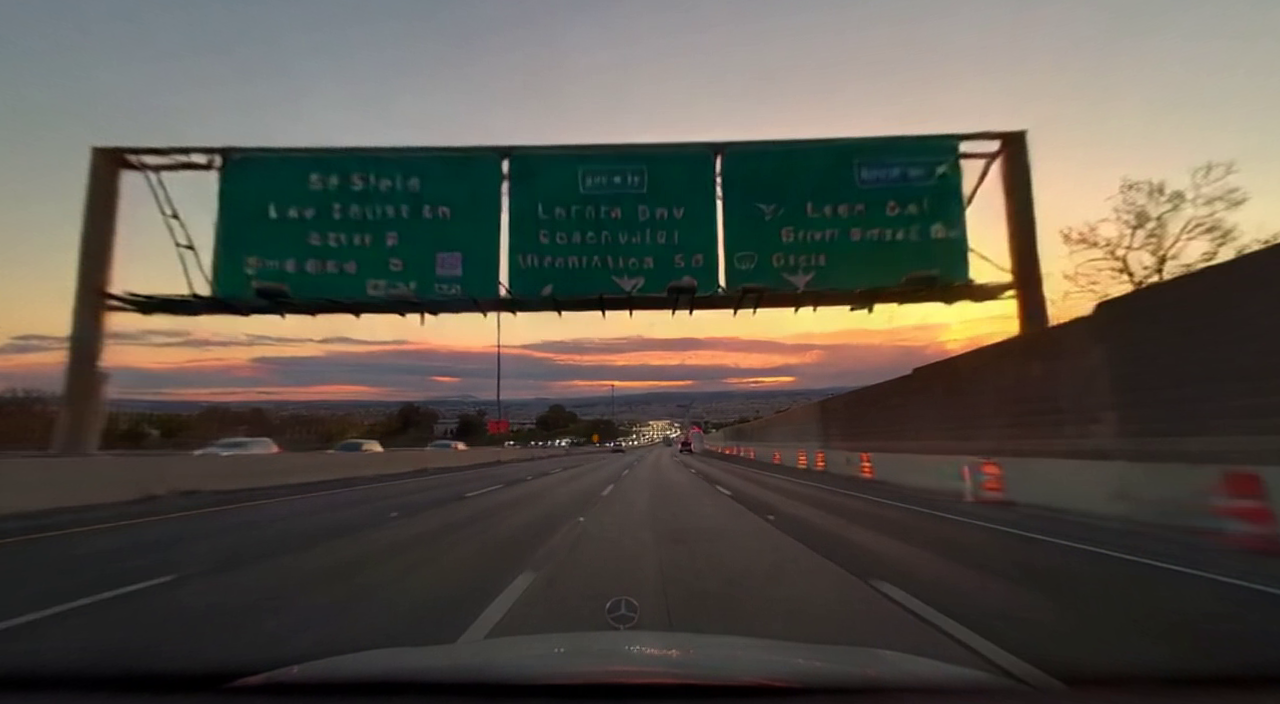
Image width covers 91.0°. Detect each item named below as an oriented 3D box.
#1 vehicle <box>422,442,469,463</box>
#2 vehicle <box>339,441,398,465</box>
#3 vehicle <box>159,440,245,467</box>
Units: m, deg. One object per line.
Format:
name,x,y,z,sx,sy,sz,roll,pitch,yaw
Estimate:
vehicle,-14.837,7.702,48.286,1.945,1.515,4.455,0,-9,3
vehicle,-18.964,7.076,44.220,1.992,1.571,4.542,0,-9,2
vehicle,-29.102,6.772,42.067,1.979,1.694,5.008,0,-9,2
